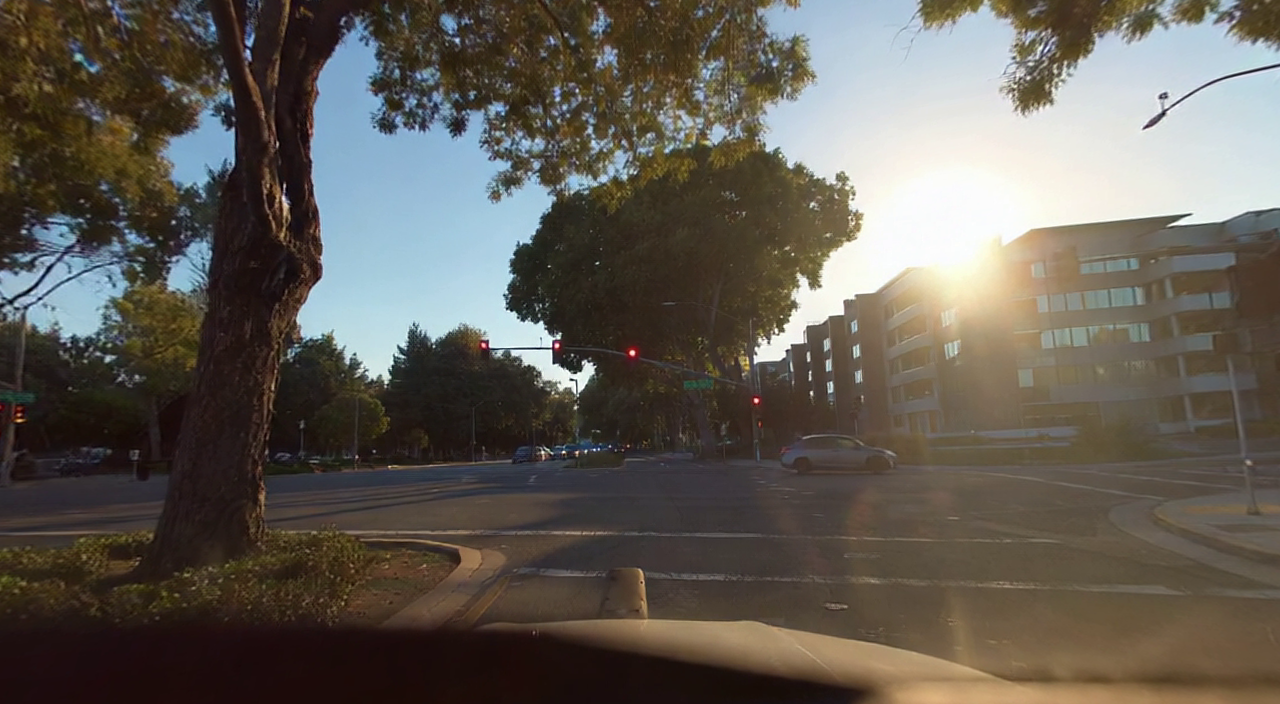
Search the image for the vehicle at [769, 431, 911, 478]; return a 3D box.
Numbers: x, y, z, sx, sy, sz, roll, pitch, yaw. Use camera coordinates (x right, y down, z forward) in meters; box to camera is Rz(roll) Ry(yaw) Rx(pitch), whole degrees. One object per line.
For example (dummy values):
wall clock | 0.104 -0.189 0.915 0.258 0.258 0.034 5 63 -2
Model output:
vehicle | 8.222 4.290 26.511 5.357 1.814 2.141 -2 -8 10
